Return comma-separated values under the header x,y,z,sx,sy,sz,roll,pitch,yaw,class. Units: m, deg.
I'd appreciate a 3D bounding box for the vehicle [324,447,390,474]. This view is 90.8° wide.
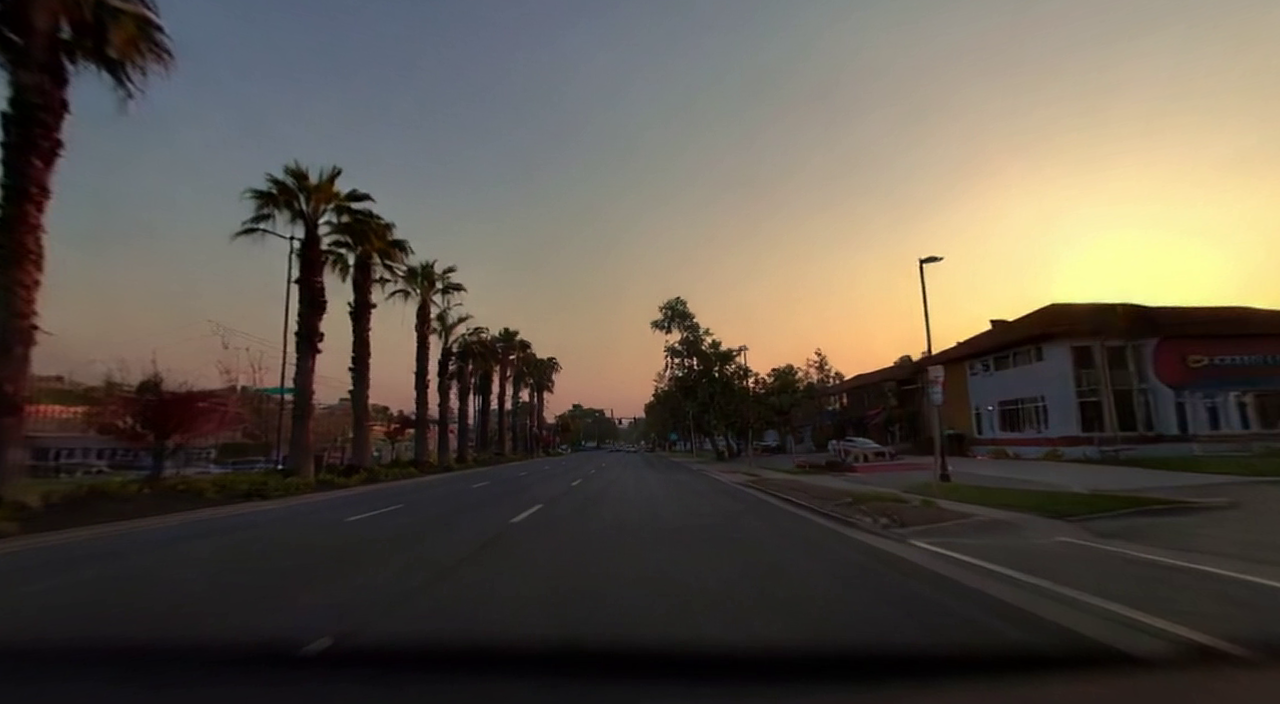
x,y,z,sx,sy,sz,roll,pitch,yaw,class
-20.640,7.931,46.430,2.226,1.860,5.857,0,-9,-1,vehicle

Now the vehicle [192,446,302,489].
x,y,z,sx,sy,sz,roll,pitch,yaw,class
-16.851,4.939,27.402,2.019,1.694,4.401,0,-9,-1,vehicle

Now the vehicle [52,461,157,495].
x,y,z,sx,sy,sz,roll,pitch,yaw,class
-27.266,6.391,32.370,1.771,1.494,4.088,0,-9,-1,vehicle
